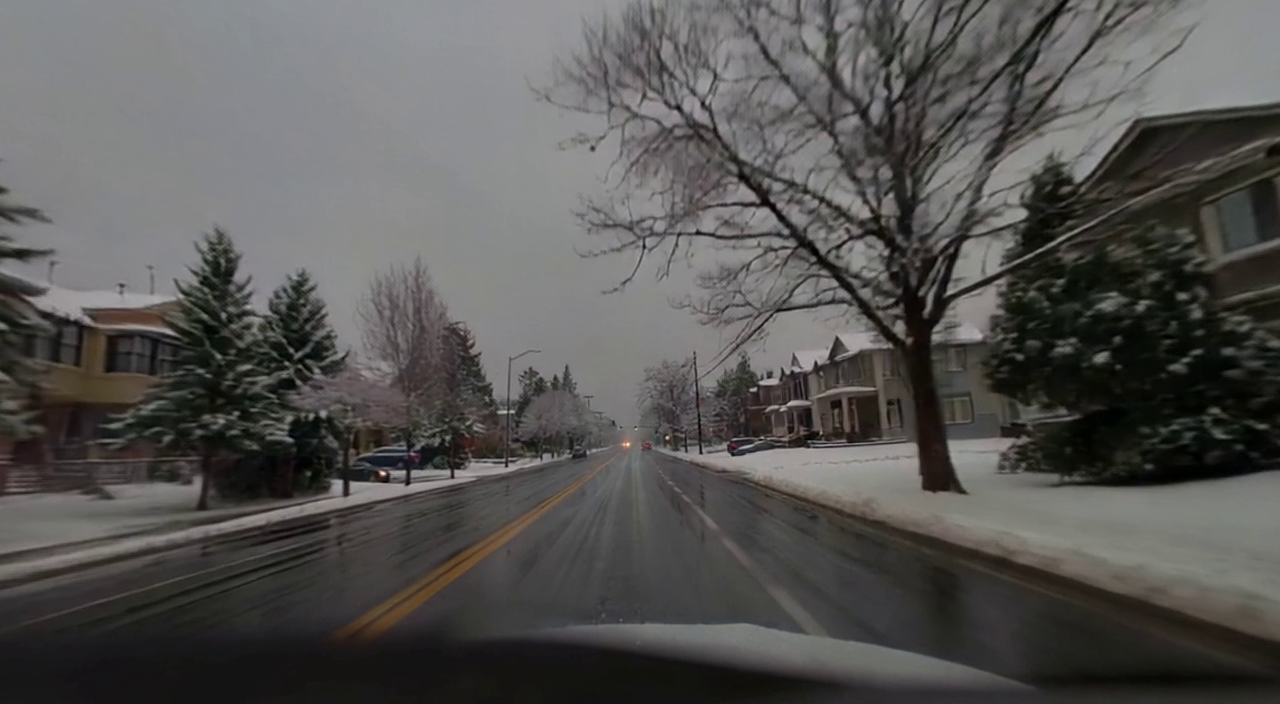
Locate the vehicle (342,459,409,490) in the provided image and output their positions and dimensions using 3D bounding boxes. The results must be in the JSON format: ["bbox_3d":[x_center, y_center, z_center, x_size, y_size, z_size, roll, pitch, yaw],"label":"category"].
[{"bbox_3d":[-15.480,7.181,37.262,2.124,1.538,4.237,-1,-8,0],"label":"vehicle"}]
